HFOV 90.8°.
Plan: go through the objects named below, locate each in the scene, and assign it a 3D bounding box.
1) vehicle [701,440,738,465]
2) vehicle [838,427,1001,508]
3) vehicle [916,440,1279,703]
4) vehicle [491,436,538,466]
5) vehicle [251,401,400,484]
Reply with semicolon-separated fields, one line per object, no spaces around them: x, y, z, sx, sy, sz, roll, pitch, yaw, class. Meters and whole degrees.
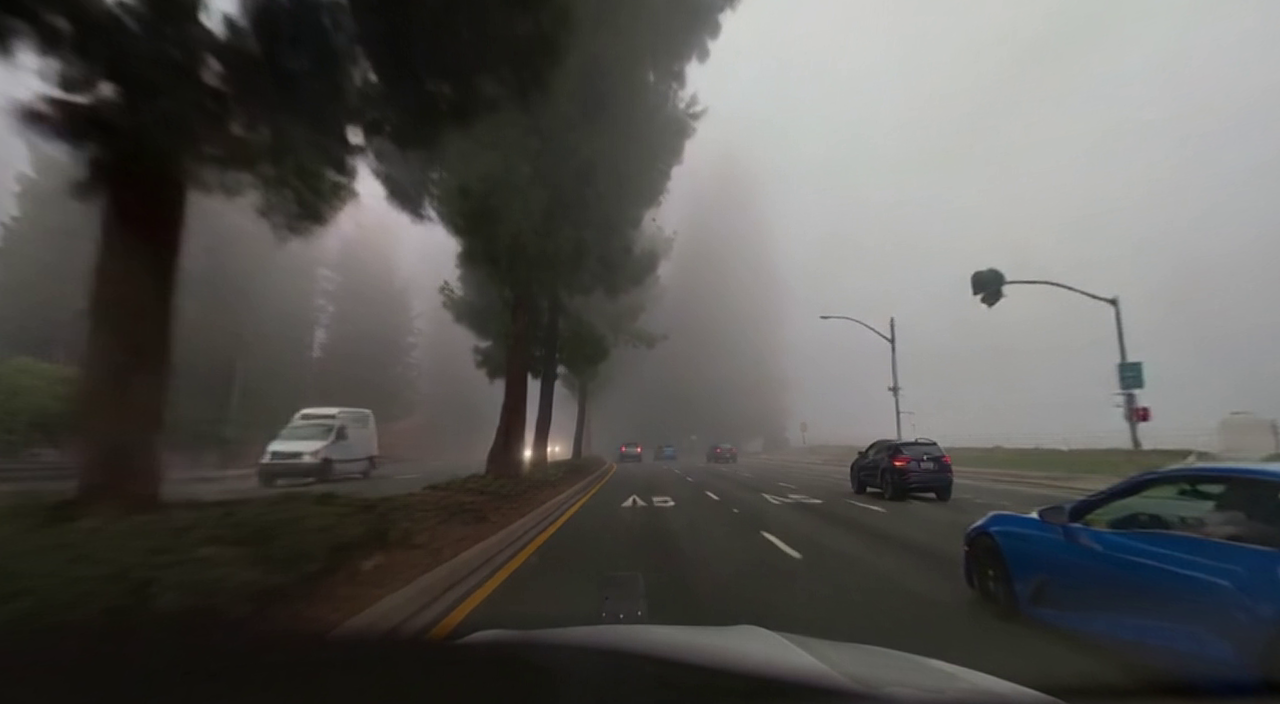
5.711;7.283;45.813;1.931;1.685;4.054;1;-9;-4;vehicle
6.772;2.845;15.958;1.987;1.730;4.373;0;-9;-1;vehicle
3.426;1.150;3.288;1.990;1.347;4.388;0;-9;0;vehicle
-7.815;6.201;39.695;2.106;1.768;4.552;0;-9;-1;vehicle
-11.081;3.307;23.020;2.300;2.636;5.986;0;-9;0;vehicle
